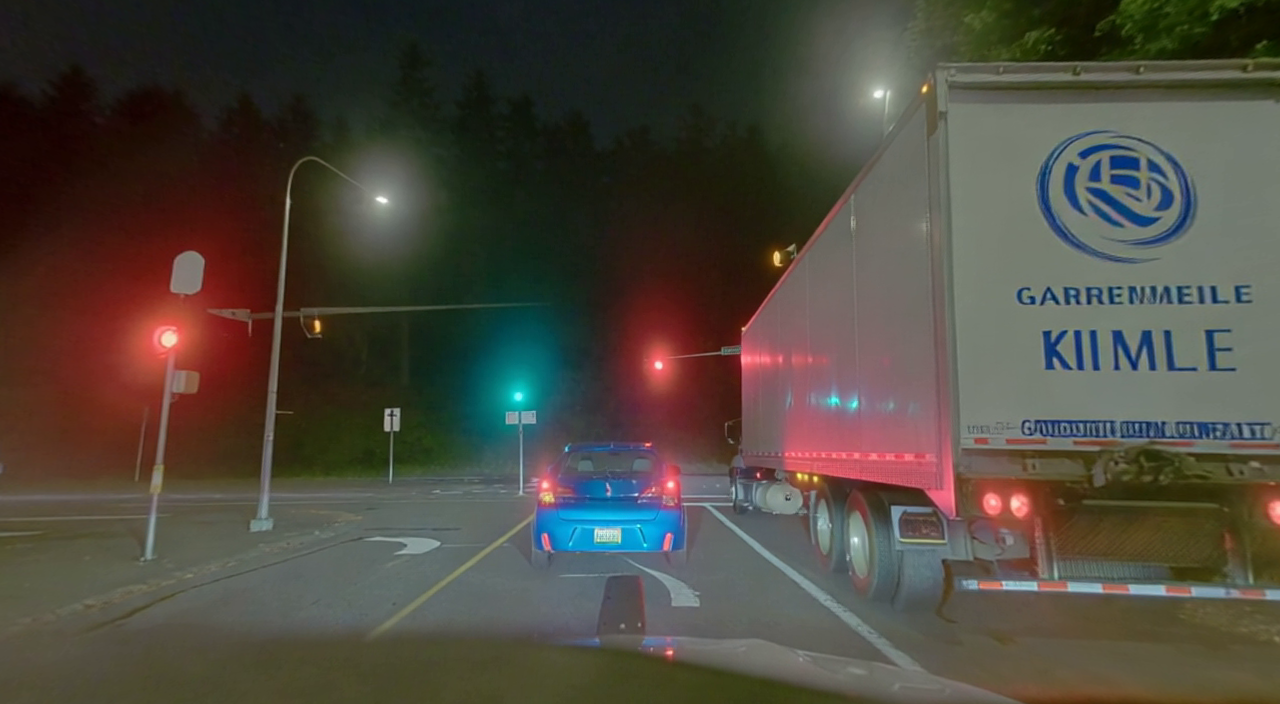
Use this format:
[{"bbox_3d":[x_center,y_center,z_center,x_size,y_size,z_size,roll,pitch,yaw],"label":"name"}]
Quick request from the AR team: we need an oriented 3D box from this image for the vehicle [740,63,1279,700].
[{"bbox_3d":[3.507,0.783,8.528,2.884,3.753,9.763,0,-9,1],"label":"vehicle"}]

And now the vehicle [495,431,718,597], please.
[{"bbox_3d":[-0.332,1.715,7.429,1.975,1.457,3.526,0,-9,-1],"label":"vehicle"}]
